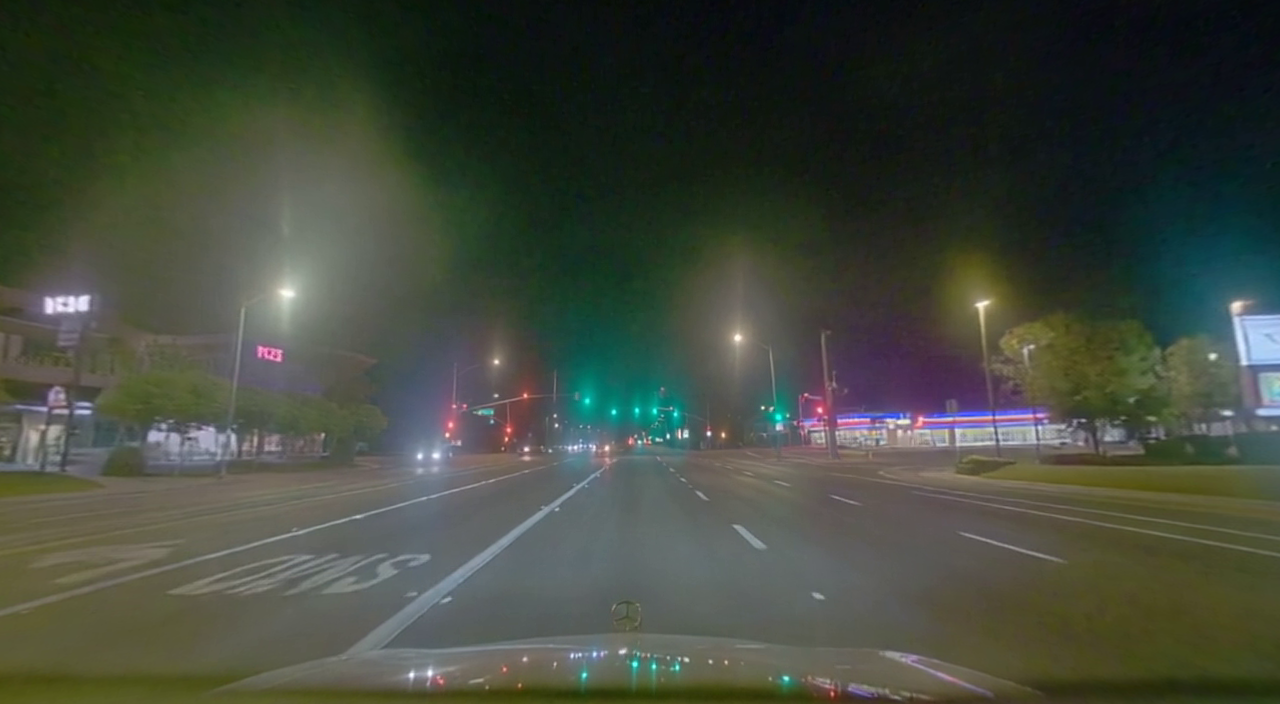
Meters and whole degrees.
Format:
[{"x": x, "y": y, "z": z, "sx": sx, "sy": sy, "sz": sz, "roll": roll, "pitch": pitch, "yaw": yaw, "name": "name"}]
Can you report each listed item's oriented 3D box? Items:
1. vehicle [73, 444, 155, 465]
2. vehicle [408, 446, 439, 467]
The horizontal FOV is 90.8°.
[{"x": -39.598, "y": 7.701, "z": 47.704, "sx": 1.856, "sy": 1.484, "sz": 4.964, "roll": 0, "pitch": -8, "yaw": 1, "name": "vehicle"}, {"x": -17.013, "y": 8.166, "z": 49.694, "sx": 1.930, "sy": 1.473, "sz": 4.480, "roll": 2, "pitch": -8, "yaw": -15, "name": "vehicle"}]
